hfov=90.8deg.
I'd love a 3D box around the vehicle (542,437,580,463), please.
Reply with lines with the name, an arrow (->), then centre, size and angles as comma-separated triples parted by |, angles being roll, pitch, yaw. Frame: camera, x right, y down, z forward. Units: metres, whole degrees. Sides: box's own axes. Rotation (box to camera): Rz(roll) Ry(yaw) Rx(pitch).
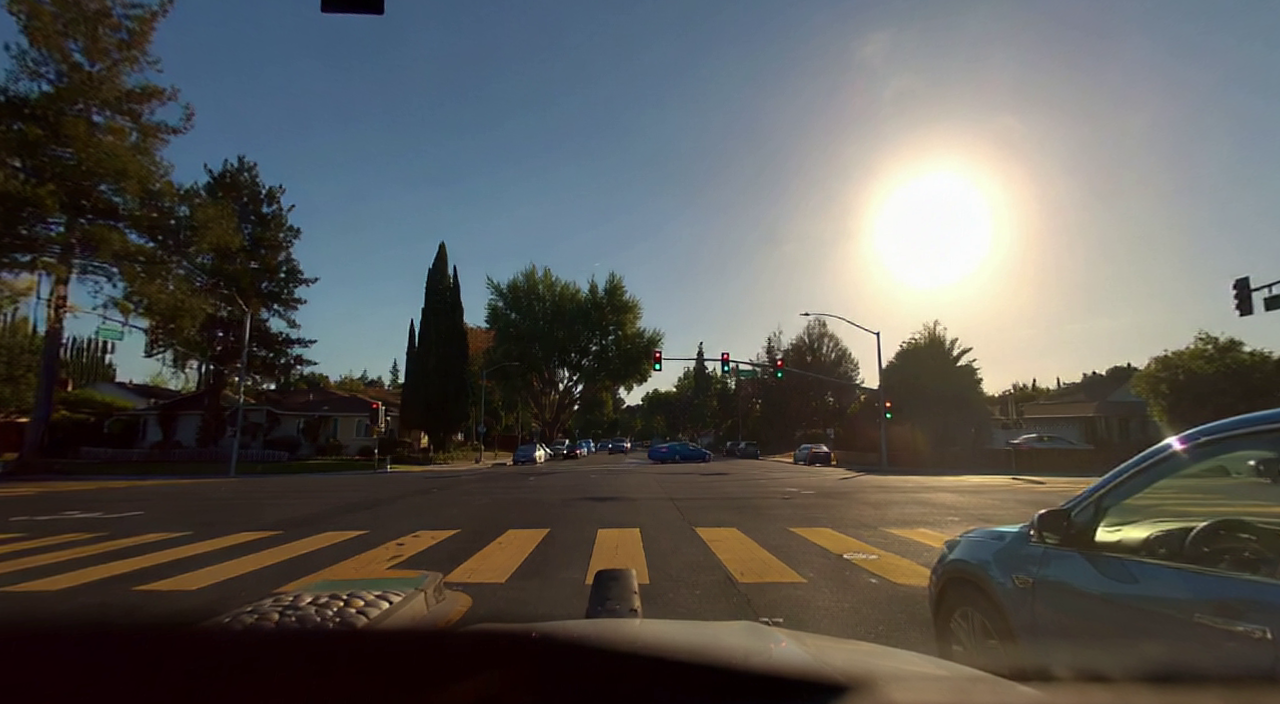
vehicle -> -5.527, 6.958, 44.828 | 2.091, 1.707, 4.157 | 0, -9, 0

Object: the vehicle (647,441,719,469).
vehicle -> 2.605, 6.017, 37.270 | 2.104, 1.518, 4.999 | -5, -10, 32

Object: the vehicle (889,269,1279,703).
vehicle -> 2.708, 0.707, 1.718 | 2.085, 1.800, 4.908 | 0, -9, 1

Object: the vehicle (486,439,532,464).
vehicle -> -8.940, 6.862, 43.632 | 2.028, 1.654, 5.027 | 0, -9, 1

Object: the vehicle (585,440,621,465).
vehicle -> -2.370, 6.607, 41.631 | 2.046, 1.491, 4.118 | 0, -9, 1
